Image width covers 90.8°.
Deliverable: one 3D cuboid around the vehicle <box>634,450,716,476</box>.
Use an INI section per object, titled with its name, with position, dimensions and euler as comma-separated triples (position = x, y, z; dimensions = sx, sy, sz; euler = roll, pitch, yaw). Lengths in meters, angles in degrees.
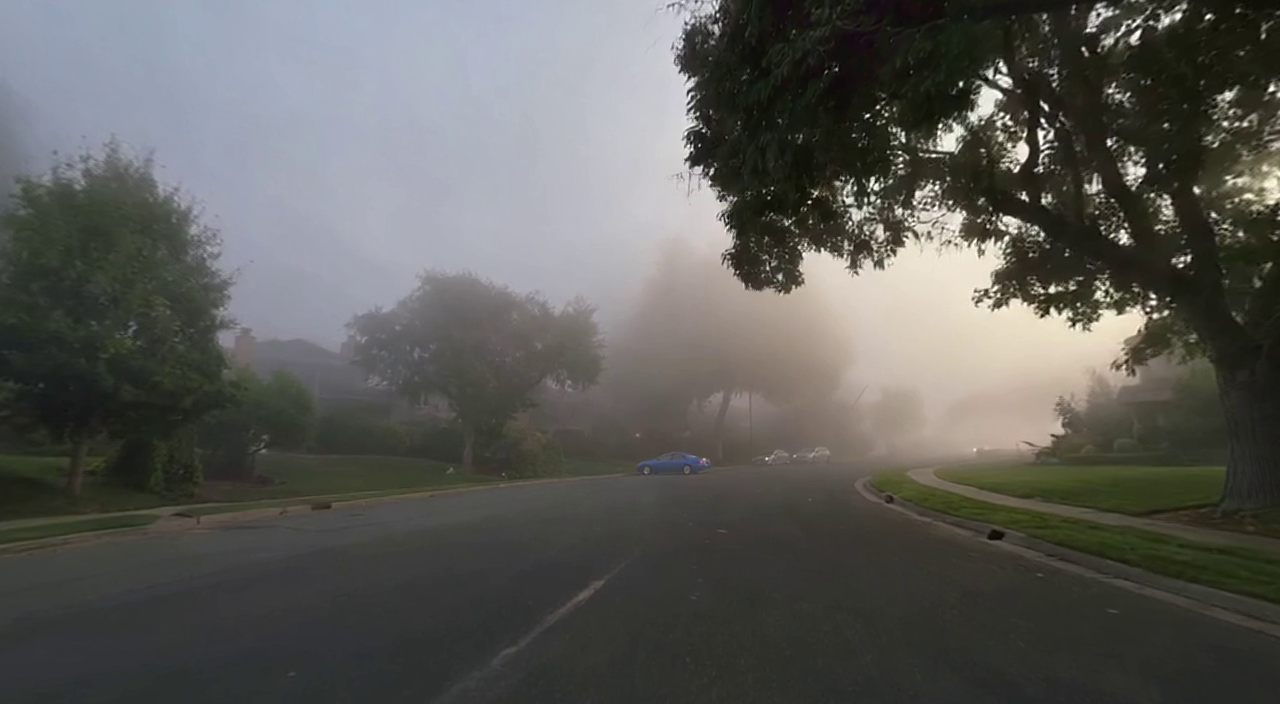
[vehicle]
position = 2.153, 6.823, 39.020
dimensions = 4.653, 1.480, 1.871
euler = -4, -9, 23
